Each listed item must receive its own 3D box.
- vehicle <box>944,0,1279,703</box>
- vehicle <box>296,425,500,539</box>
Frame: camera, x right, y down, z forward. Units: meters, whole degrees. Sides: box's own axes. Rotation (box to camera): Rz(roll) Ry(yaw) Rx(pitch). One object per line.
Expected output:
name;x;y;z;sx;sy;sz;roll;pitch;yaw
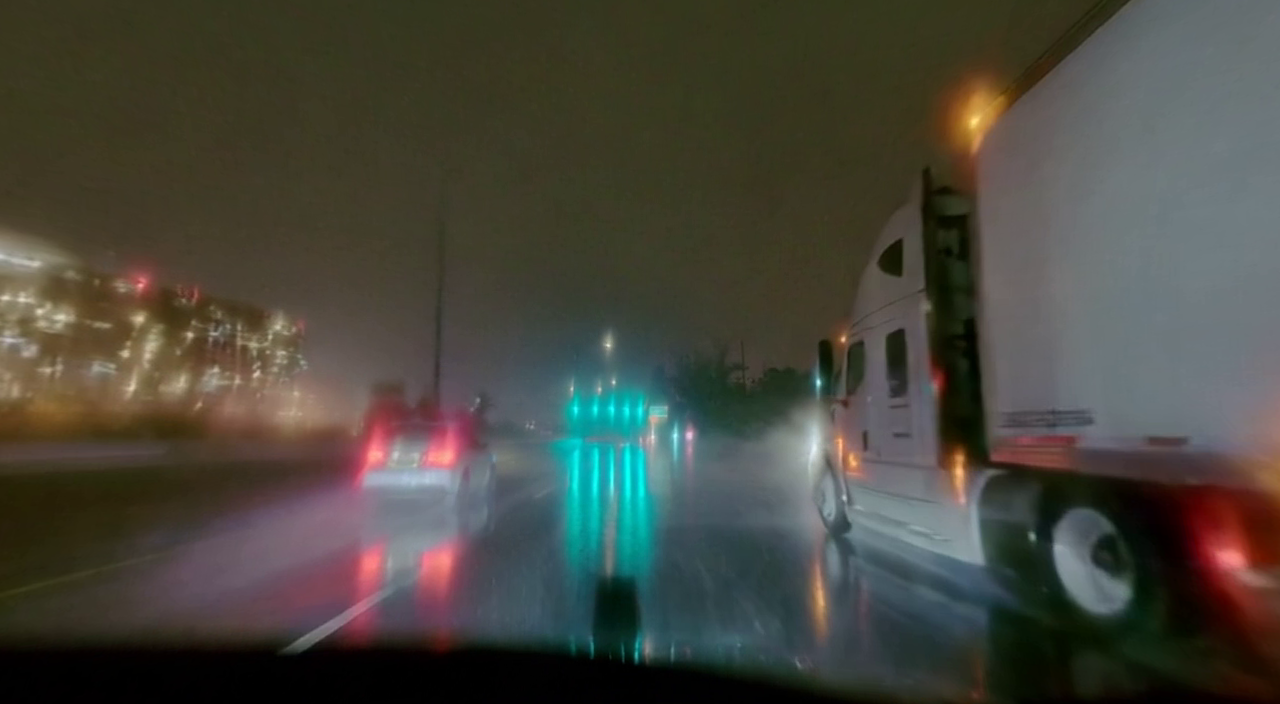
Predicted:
vehicle;3.862;-0.714;1.408;2.945;3.778;6.405;0;-8;-1
vehicle;-4.059;2.231;11.513;2.063;1.661;4.439;1;-8;-2
